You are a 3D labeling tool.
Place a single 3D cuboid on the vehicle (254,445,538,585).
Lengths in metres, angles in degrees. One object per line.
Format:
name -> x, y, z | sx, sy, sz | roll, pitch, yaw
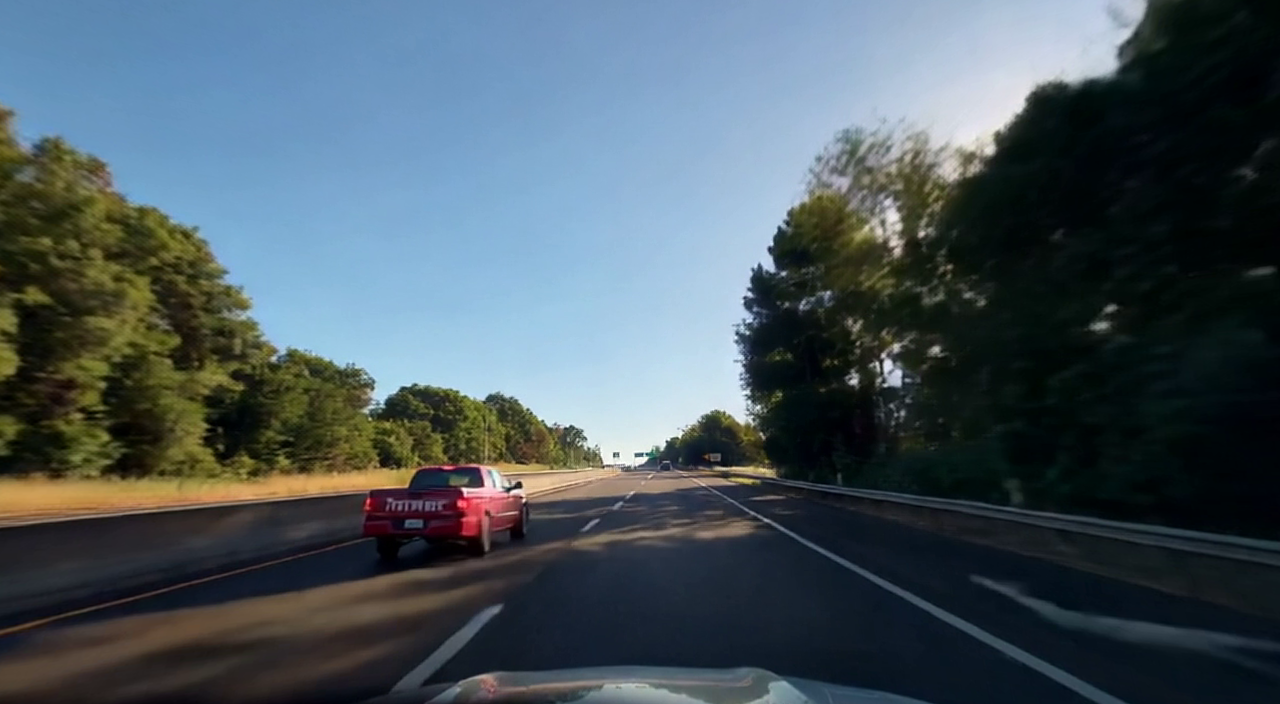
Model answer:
vehicle -> -3.123, 2.259, 9.551 | 2.135, 1.506, 5.041 | 0, -10, 2
